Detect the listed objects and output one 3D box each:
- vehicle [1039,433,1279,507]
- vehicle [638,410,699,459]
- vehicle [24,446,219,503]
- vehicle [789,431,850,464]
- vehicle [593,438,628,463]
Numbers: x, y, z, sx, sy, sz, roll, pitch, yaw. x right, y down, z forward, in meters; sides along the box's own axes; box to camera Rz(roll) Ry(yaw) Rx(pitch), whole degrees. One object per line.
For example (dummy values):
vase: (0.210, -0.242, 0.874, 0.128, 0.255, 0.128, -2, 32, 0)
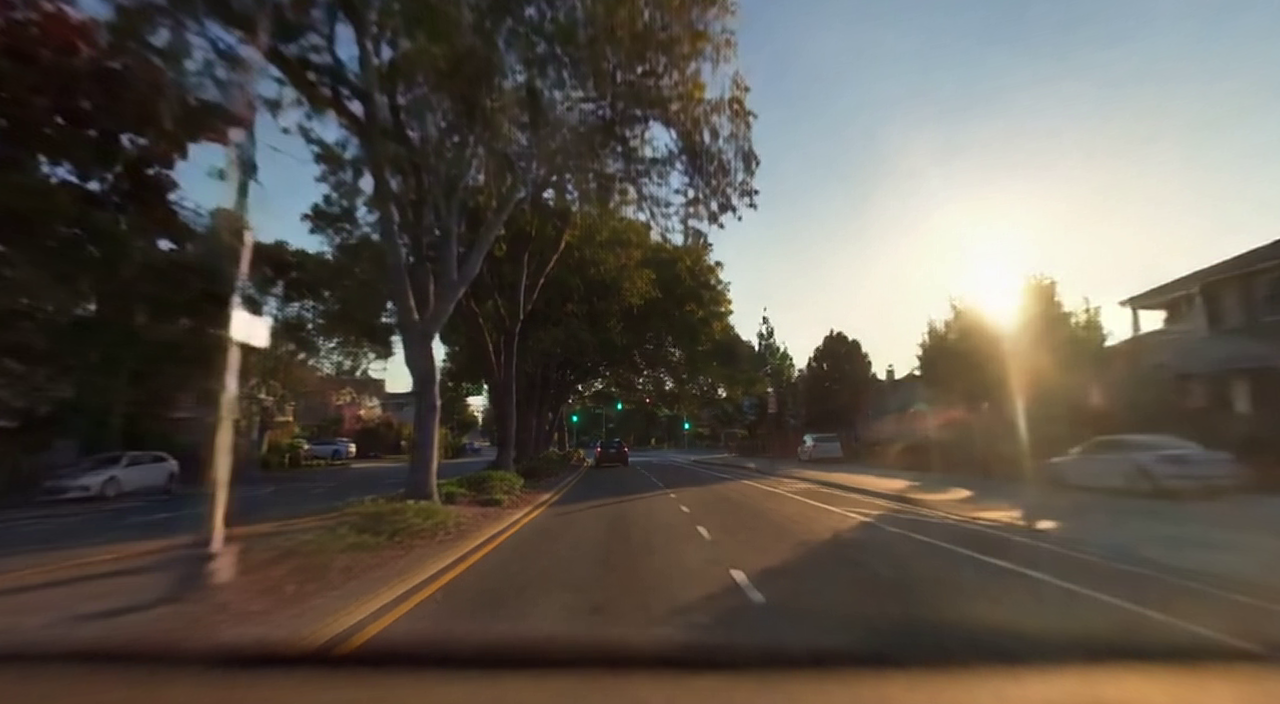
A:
vehicle: (11.725, 2.656, 14.711, 1.839, 1.445, 4.484, 0, -8, 0)
vehicle: (1.901, 6.517, 49.282, 3.037, 3.261, 12.926, 1, -8, -5)
vehicle: (-15.199, 3.570, 18.911, 2.070, 1.469, 4.524, 1, -8, -2)
vehicle: (10.500, 5.639, 37.388, 2.145, 1.795, 4.992, 0, -8, 0)
vehicle: (-1.958, 6.311, 40.540, 2.113, 1.462, 4.203, 1, -8, -4)
